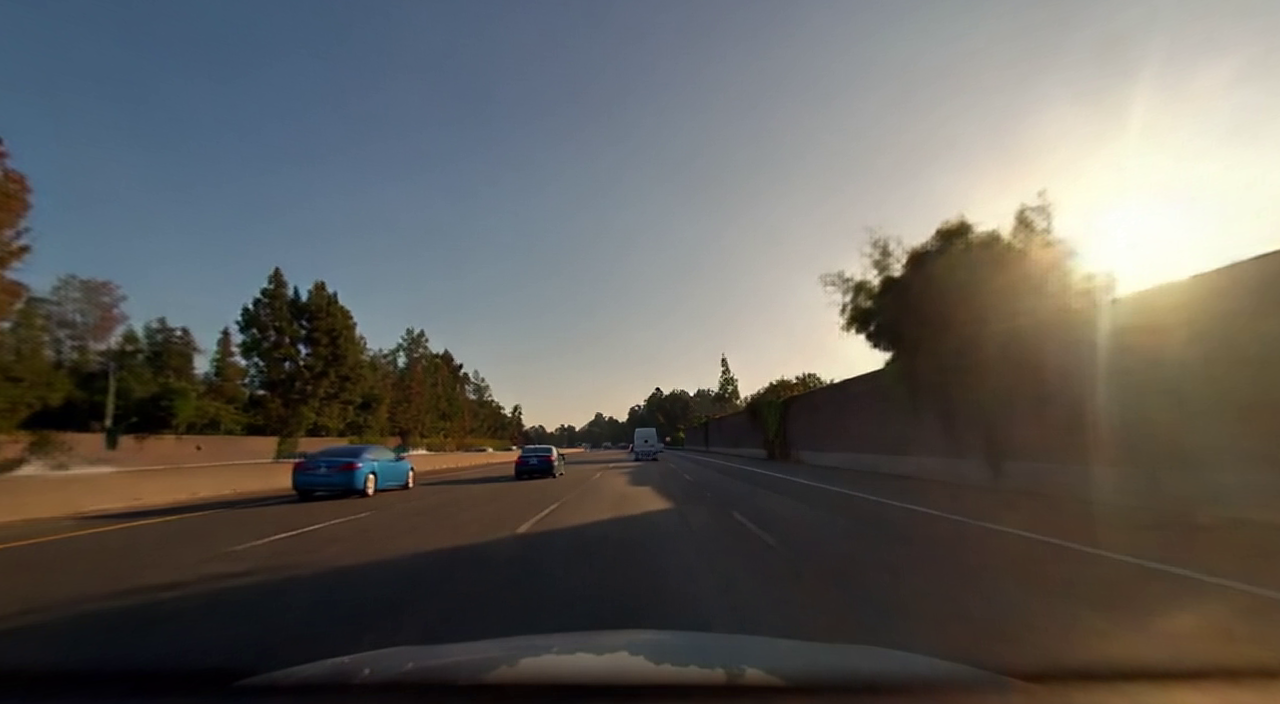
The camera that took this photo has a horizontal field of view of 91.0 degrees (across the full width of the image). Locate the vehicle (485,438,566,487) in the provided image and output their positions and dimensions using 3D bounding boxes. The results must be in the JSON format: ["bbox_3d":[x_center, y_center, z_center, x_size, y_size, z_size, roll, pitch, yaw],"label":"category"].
[{"bbox_3d":[-3.872,3.824,22.107,2.000,1.512,4.371,0,-9,0],"label":"vehicle"}]

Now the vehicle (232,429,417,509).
[{"bbox_3d":[-7.563,2.844,15.796,2.189,1.673,4.699,0,-9,0],"label":"vehicle"}]

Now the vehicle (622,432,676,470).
[{"bbox_3d":[0.452,5.677,36.155,2.856,1.994,4.931,0,-9,-1],"label":"vehicle"}]
